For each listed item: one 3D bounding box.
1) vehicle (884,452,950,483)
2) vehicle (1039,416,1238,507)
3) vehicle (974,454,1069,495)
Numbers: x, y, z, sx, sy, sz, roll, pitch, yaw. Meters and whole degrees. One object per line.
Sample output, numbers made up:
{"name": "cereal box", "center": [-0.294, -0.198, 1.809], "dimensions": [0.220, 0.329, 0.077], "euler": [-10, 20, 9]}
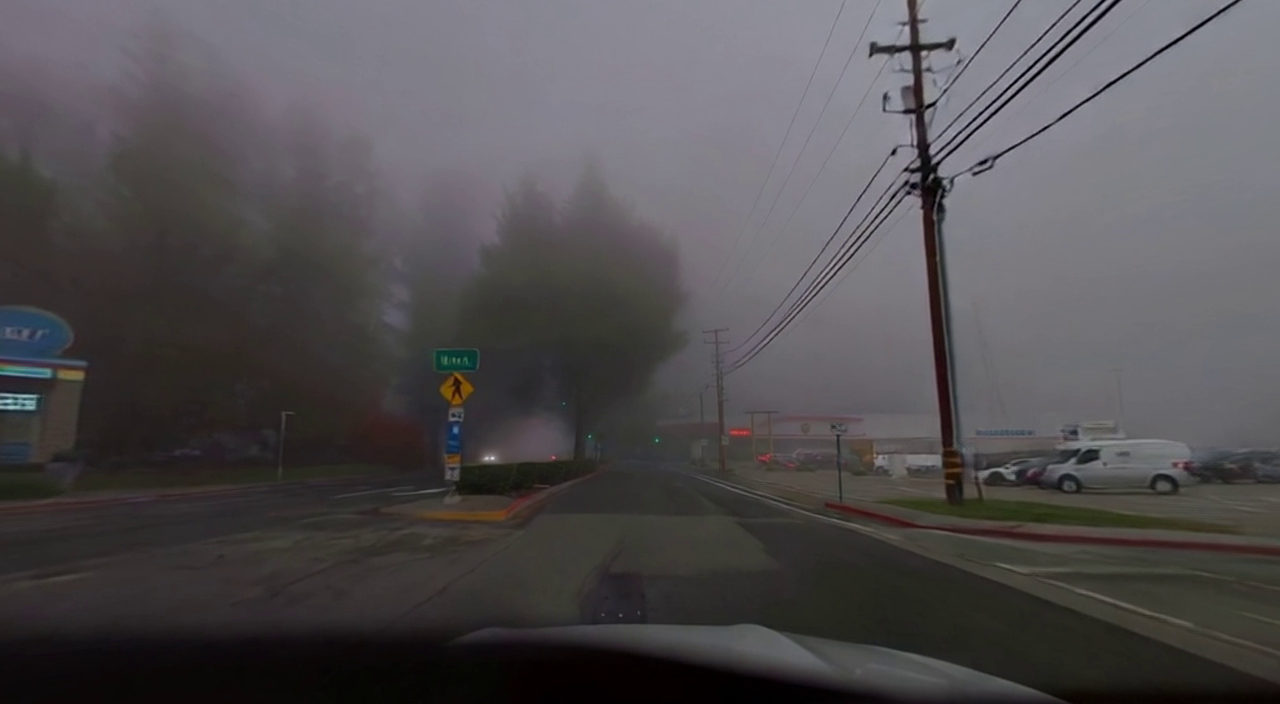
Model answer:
{"name": "vehicle", "center": [18.347, 7.580, 41.733], "dimensions": [4.694, 1.845, 2.086], "euler": [7, -11, -40]}
{"name": "vehicle", "center": [18.070, 3.997, 23.512], "dimensions": [2.642, 2.930, 5.826], "euler": [0, -8, 1]}
{"name": "vehicle", "center": [18.190, 5.824, 30.406], "dimensions": [2.041, 1.674, 4.301], "euler": [2, -9, 2]}
